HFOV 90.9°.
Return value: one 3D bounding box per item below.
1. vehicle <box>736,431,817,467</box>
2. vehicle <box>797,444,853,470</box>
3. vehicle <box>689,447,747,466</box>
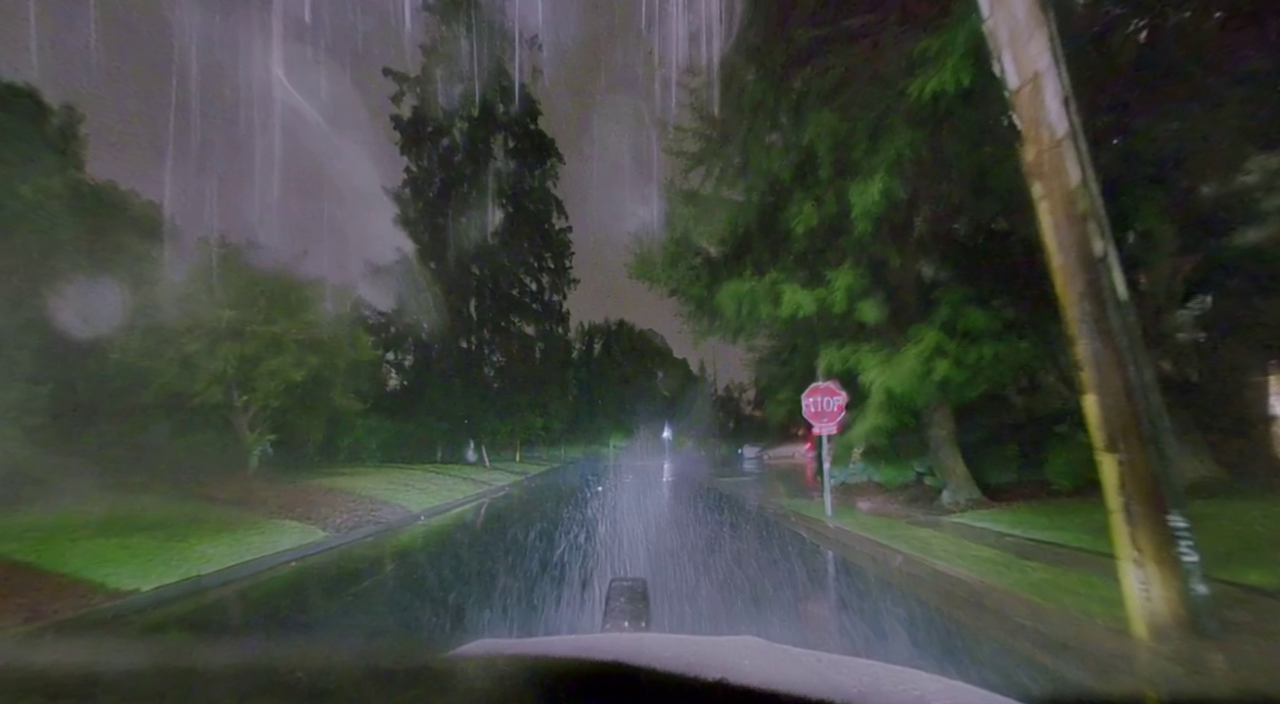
[{"bbox_3d":[9.896,7.005,45.862,5.239,1.933,2.131,-5,-3,-3],"label":"vehicle"},{"bbox_3d":[11.716,6.552,39.691,2.004,1.511,4.494,-6,-10,35],"label":"vehicle"},{"bbox_3d":[5.990,8.036,48.527,4.229,1.402,1.811,0,-9,0],"label":"vehicle"}]
